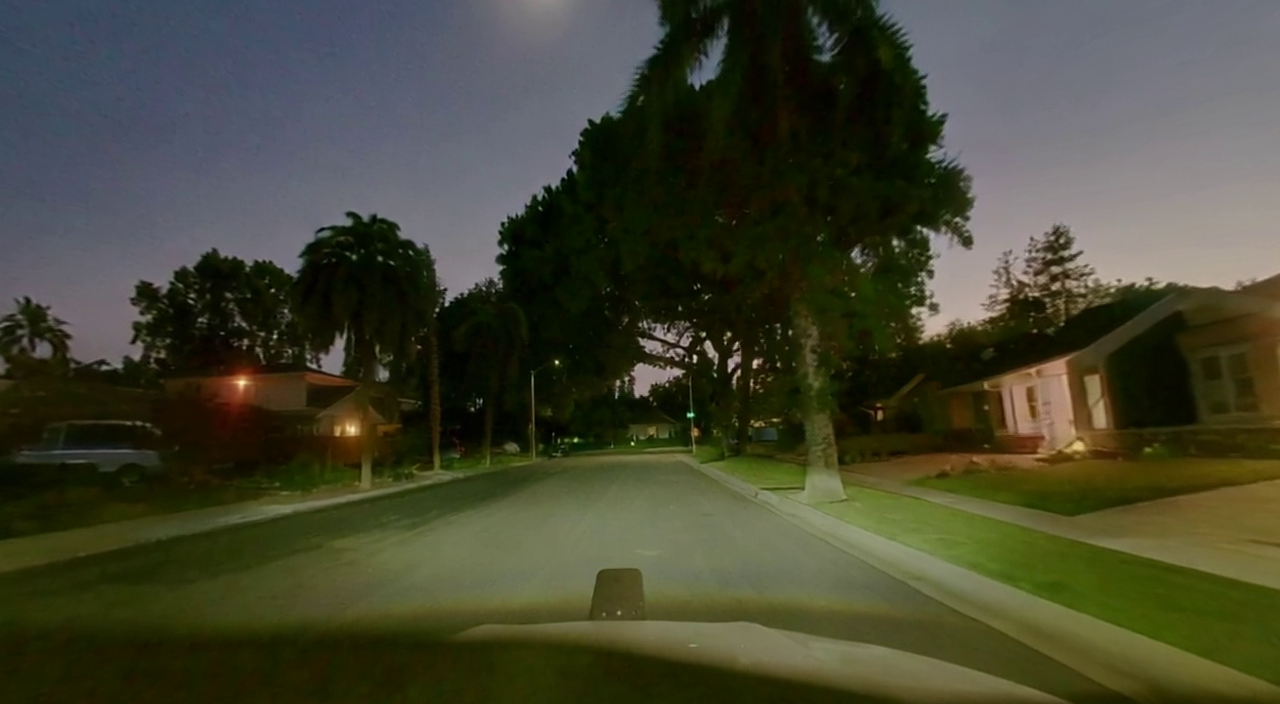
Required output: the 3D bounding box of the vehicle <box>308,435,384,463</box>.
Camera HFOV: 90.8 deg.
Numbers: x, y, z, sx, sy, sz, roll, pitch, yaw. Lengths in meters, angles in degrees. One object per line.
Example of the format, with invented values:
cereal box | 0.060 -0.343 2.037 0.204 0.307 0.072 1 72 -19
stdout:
vehicle | -22.838 7.563 49.205 4.745 2.151 2.232 0 -9 0
